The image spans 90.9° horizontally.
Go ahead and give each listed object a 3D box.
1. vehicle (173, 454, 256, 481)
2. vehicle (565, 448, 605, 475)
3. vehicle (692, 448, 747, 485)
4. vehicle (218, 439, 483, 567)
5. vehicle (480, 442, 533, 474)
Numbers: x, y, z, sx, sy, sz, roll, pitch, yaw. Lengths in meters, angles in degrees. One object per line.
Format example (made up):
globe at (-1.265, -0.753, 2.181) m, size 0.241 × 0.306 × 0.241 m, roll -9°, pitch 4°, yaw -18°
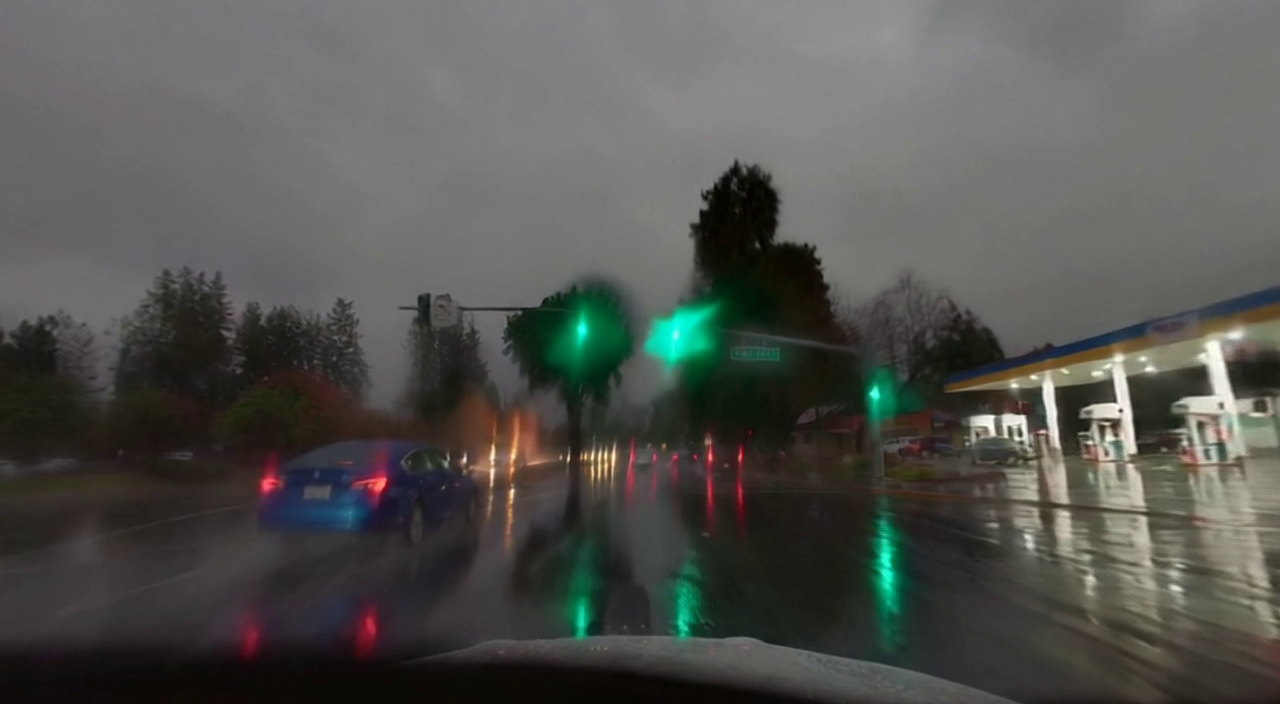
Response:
vehicle at (-32.895, 8.934, 48.994) m, size 2.197 × 1.842 × 5.801 m, roll 0°, pitch -8°, yaw 2°
vehicle at (-3.152, 6.375, 37.000) m, size 1.841 × 1.474 × 4.038 m, roll 0°, pitch -8°, yaw 2°
vehicle at (3.409, 4.990, 27.724) m, size 1.883 × 1.465 × 3.975 m, roll 0°, pitch -8°, yaw 0°
vehicle at (-3.964, 2.104, 9.658) m, size 1.803 × 1.463 × 4.422 m, roll 0°, pitch -8°, yaw 2°
vehicle at (-8.359, 6.695, 40.112) m, size 2.370 × 1.909 × 5.431 m, roll 1°, pitch -8°, yaw -2°
